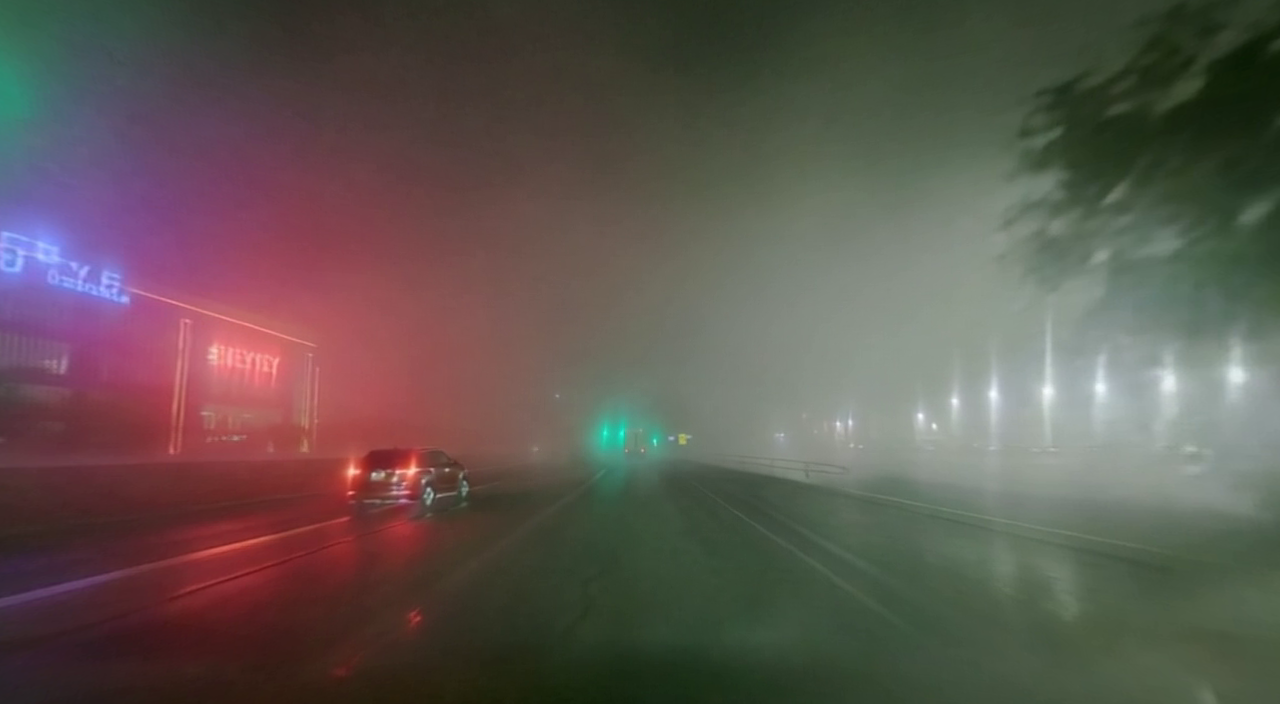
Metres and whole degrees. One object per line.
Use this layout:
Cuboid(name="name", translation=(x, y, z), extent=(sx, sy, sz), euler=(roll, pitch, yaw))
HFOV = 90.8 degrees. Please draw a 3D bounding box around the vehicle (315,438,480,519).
Cuboid(name="vehicle", translation=(-5.130, 2.713, 14.066), extent=(1.943, 1.510, 4.201), euler=(0, -9, 1))
